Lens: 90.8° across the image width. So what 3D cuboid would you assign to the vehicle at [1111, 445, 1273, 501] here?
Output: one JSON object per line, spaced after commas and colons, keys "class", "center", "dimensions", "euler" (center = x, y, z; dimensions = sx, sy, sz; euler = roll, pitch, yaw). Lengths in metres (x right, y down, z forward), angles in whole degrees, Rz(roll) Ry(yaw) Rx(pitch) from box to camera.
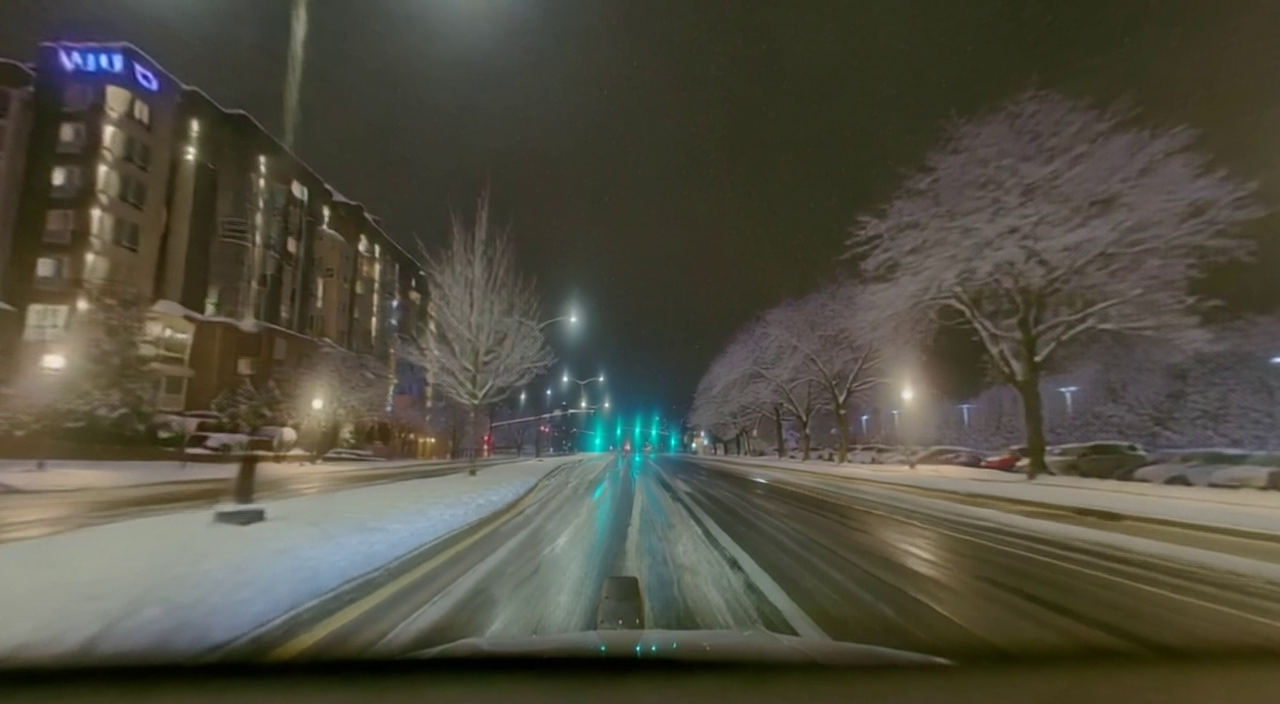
{"class": "vehicle", "center": [16.439, 3.525, 18.818], "dimensions": [4.244, 1.461, 2.105], "euler": [4, -10, -28]}
